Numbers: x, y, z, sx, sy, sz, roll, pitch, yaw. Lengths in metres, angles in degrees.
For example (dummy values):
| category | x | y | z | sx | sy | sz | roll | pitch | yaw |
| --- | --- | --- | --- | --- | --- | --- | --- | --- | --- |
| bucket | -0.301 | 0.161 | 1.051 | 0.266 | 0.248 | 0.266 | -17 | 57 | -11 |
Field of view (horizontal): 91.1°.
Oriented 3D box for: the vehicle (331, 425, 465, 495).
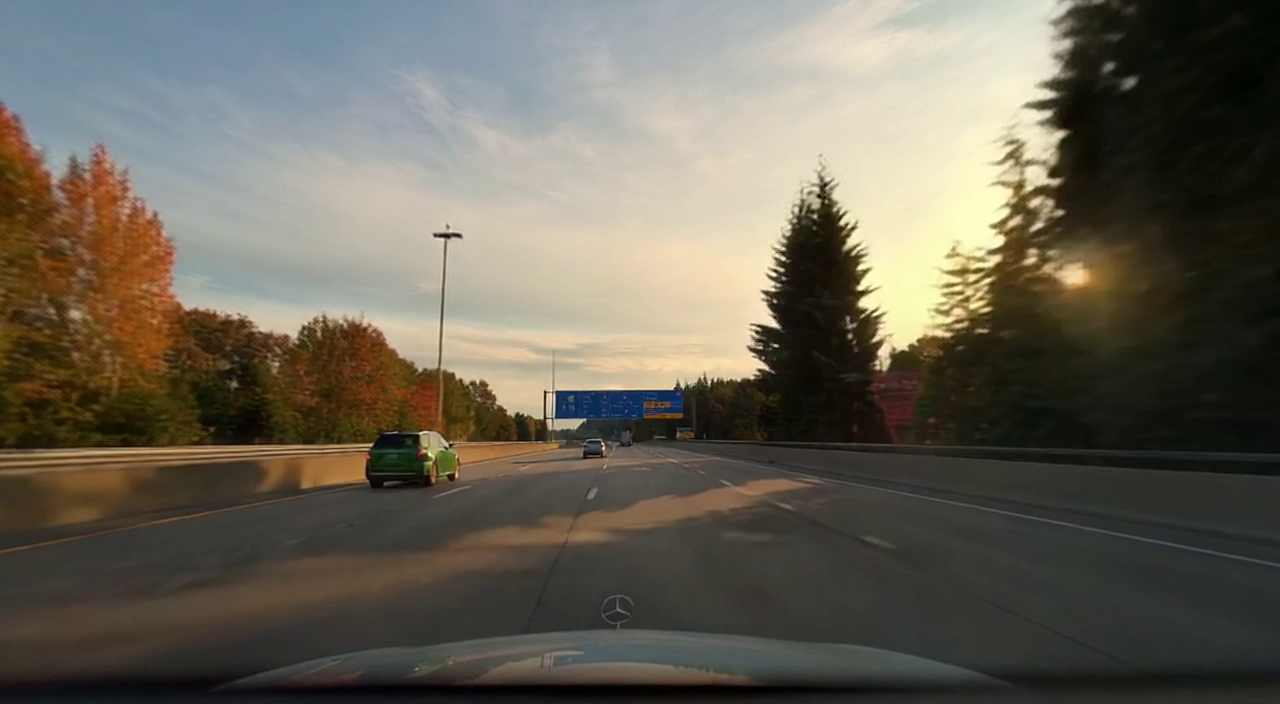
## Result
| category | x | y | z | sx | sy | sz | roll | pitch | yaw |
| --- | --- | --- | --- | --- | --- | --- | --- | --- | --- |
| vehicle | -6.612 | 2.981 | 17.843 | 2.111 | 1.689 | 4.505 | 0 | -8 | -2 |

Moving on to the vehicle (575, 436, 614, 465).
| category | x | y | z | sx | sy | sz | roll | pitch | yaw |
| --- | --- | --- | --- | --- | --- | --- | --- | --- | --- |
| vehicle | -2.522 | 5.584 | 35.978 | 2.010 | 1.534 | 4.013 | 0 | -8 | -1 |
